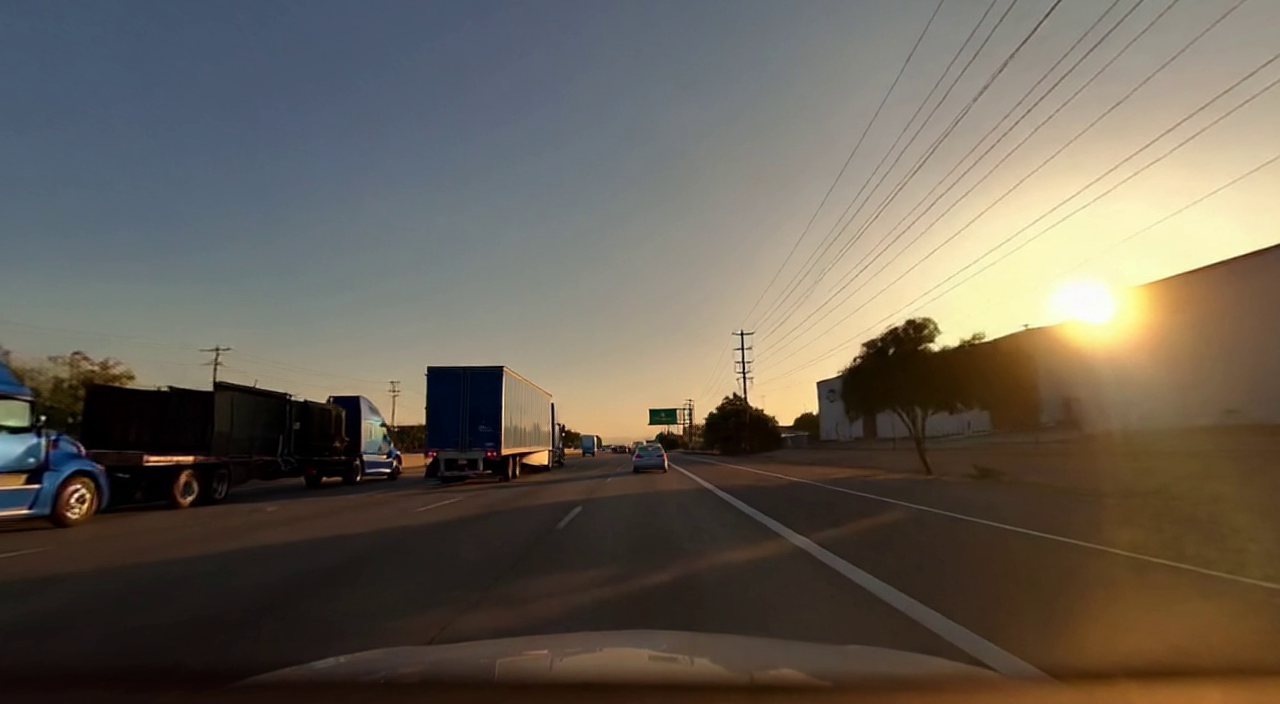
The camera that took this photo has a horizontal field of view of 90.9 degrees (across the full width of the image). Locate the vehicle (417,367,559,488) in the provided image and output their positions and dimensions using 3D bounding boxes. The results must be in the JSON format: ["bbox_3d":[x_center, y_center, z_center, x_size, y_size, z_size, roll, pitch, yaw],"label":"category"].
[{"bbox_3d":[-6.118,3.677,29.095,2.907,4.081,15.311,0,-8,0],"label":"vehicle"}]

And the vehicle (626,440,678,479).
[{"bbox_3d":[0.445,4.600,27.236,2.055,1.514,4.323,0,-8,-1],"label":"vehicle"}]

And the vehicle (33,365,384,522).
[{"bbox_3d":[-10.546,2.519,17.415,2.896,3.140,9.491,0,-8,0],"label":"vehicle"}]
